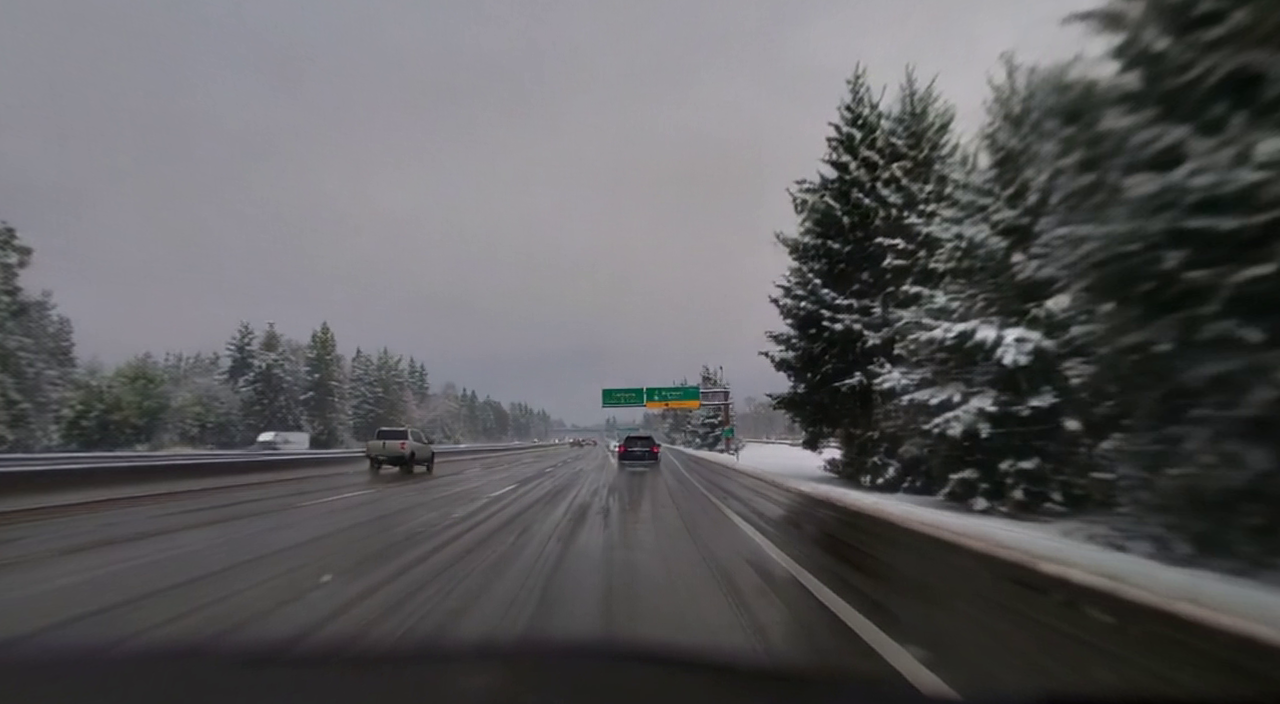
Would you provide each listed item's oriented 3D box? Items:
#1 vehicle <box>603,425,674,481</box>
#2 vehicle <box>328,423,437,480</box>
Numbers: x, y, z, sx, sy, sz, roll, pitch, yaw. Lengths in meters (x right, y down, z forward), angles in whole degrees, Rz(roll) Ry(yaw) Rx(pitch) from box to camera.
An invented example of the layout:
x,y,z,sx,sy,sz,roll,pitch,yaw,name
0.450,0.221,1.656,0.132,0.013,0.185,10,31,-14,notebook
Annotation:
x,y,z,sx,sy,sz,roll,pitch,yaw,name
-0.060,3.974,25.011,2.497,1.957,5.432,0,-9,0,vehicle
-9.829,3.866,24.708,2.289,1.955,5.147,1,-9,-3,vehicle
